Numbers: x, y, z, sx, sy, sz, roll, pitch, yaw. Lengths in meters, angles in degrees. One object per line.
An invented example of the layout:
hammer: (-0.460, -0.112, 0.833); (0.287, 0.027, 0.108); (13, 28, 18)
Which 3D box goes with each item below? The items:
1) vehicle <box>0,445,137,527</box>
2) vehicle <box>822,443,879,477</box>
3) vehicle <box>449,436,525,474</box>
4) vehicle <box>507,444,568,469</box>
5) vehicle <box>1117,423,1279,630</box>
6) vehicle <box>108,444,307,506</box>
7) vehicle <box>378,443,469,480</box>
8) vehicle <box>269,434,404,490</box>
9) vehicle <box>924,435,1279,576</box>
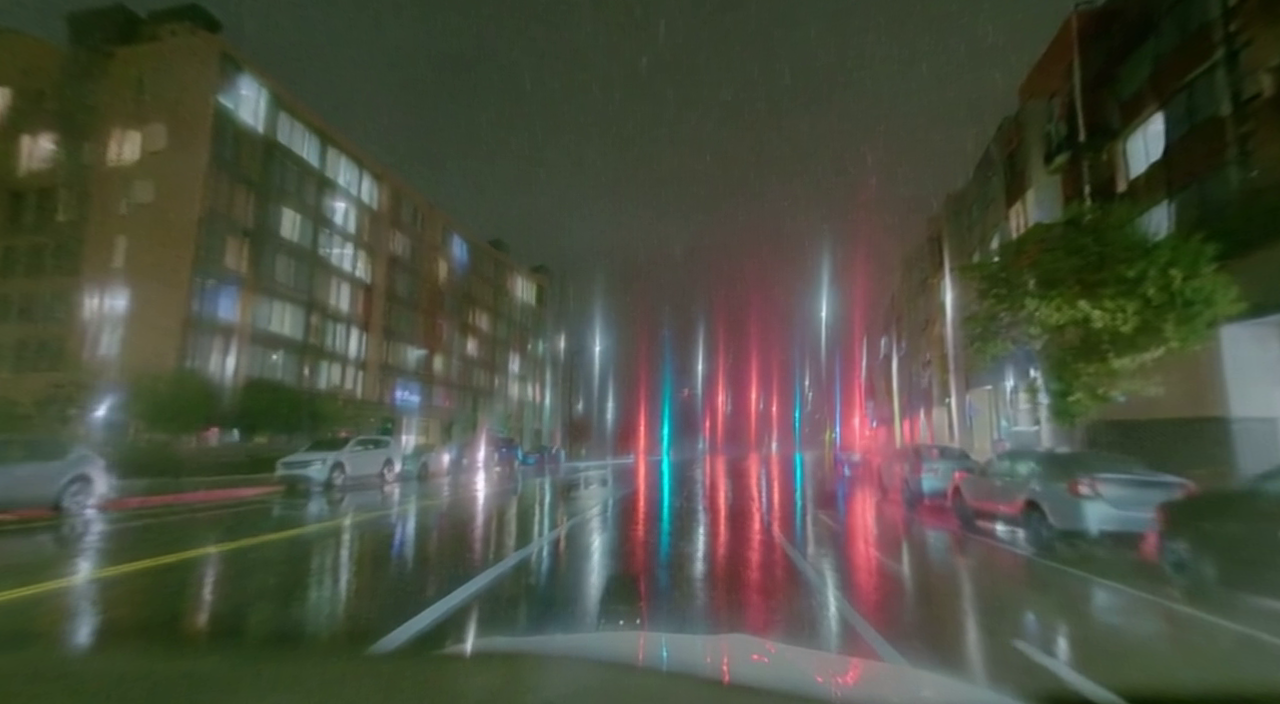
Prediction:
vehicle: (-12.303, 2.462, 11.783); (1.841, 1.444, 4.554); (-1, -8, 5)
vehicle: (10.027, 5.135, 30.512); (2.010, 1.473, 5.353); (-2, -9, 12)
vehicle: (-8.143, 5.519, 34.160); (2.083, 1.882, 4.642); (-2, -9, 13)
vehicle: (-6.375, 6.562, 39.982); (1.894, 1.493, 4.902); (-2, -9, 16)
vehicle: (5.768, 1.242, 4.220); (1.883, 1.550, 4.286); (0, -8, 2)
vehicle: (-11.678, 3.311, 17.588); (1.811, 1.459, 4.702); (-1, -8, 7)
vehicle: (-9.602, 4.874, 28.438); (1.830, 1.497, 4.436); (-2, -9, 11)
vehicle: (-10.680, 3.884, 22.767); (1.933, 1.759, 5.002); (-1, -8, 6)
vehicle: (6.096, 2.037, 9.245); (1.876, 1.466, 4.943); (-1, -9, 4)
